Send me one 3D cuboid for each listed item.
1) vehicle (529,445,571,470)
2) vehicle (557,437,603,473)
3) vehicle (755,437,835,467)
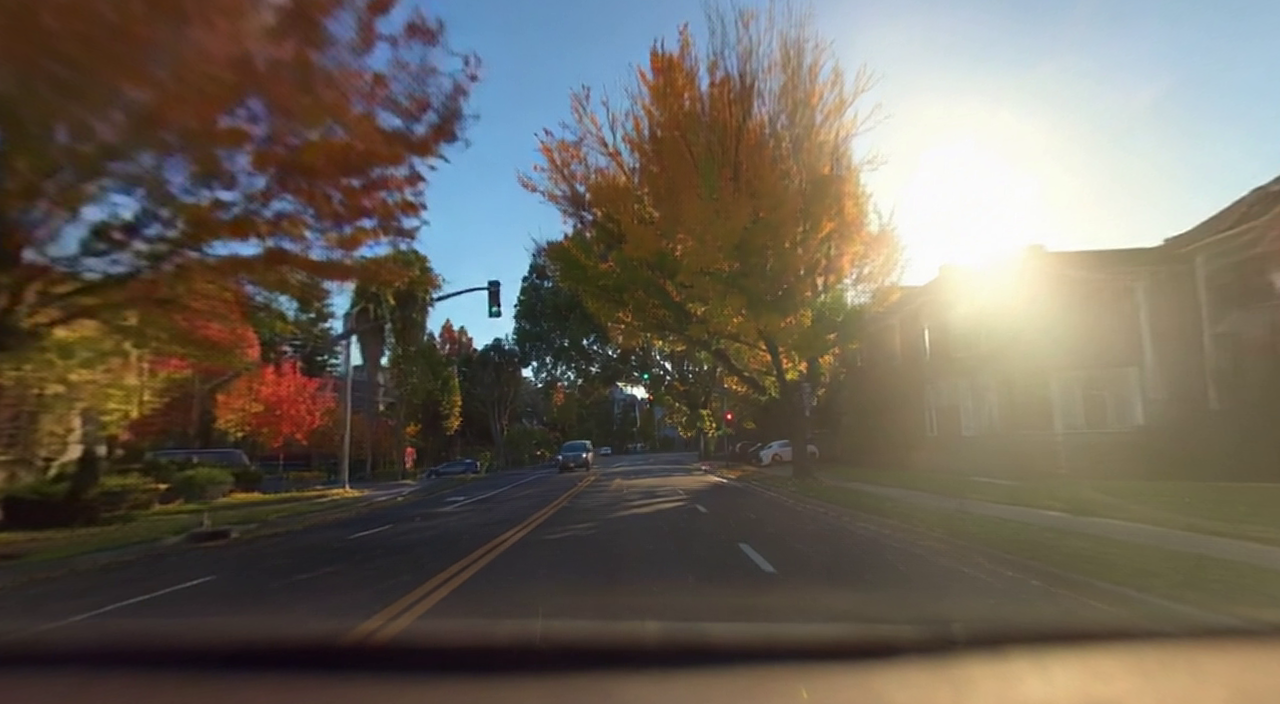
[{"bbox_3d":[-6.415,7.596,45.700,2.481,1.714,4.702,0,-9,-1],"label":"vehicle"},{"bbox_3d":[-3.532,6.228,38.403,2.275,1.953,5.423,0,-9,0],"label":"vehicle"},{"bbox_3d":[9.472,6.180,38.903,4.385,1.612,2.070,-3,-9,5],"label":"vehicle"}]
